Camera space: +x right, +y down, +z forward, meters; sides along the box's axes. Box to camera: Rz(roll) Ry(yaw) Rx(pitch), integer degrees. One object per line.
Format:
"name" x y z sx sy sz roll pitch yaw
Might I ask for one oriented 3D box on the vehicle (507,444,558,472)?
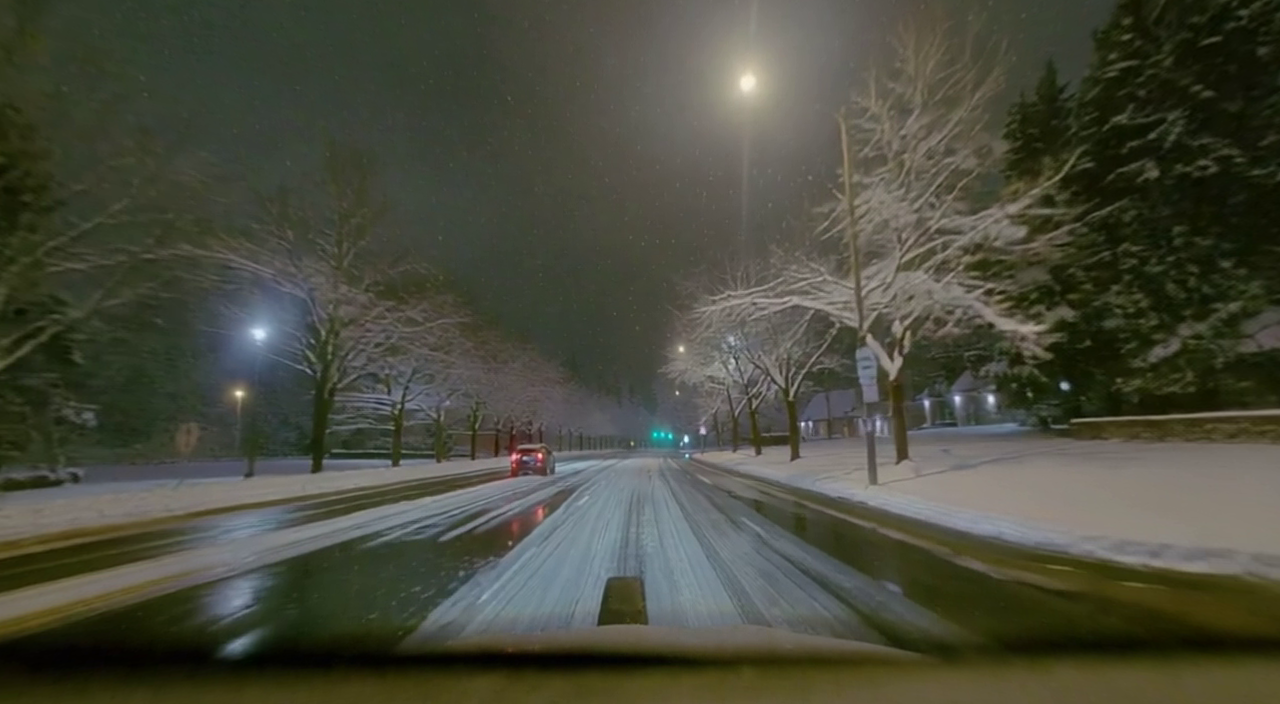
"vehicle" -5.939 5.911 35.499 1.945 1.461 4.605 -1 -8 2
